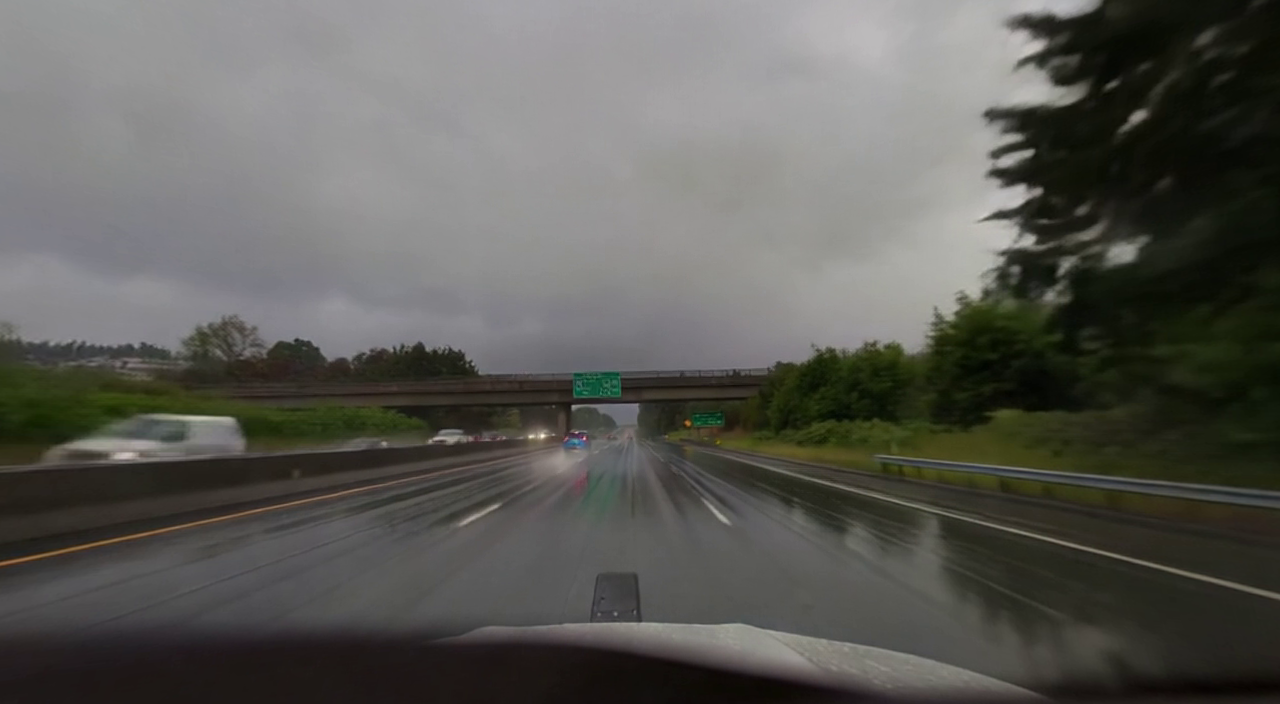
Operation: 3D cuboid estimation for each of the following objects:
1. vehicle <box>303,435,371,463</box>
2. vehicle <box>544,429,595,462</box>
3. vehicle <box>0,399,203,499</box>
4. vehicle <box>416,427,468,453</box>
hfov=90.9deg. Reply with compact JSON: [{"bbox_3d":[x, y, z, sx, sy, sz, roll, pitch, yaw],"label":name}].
[{"bbox_3d":[-17.984,5.721,37.604,1.936,1.552,4.209,0,-7,0],"label":"vehicle"},{"bbox_3d":[-3.648,4.906,33.441,2.086,1.624,4.607,0,-8,1],"label":"vehicle"},{"bbox_3d":[-13.506,2.257,15.095,2.341,1.969,5.181,0,-7,0],"label":"vehicle"},{"bbox_3d":[-13.422,5.983,43.107,1.945,1.658,4.898,0,-7,0],"label":"vehicle"}]
